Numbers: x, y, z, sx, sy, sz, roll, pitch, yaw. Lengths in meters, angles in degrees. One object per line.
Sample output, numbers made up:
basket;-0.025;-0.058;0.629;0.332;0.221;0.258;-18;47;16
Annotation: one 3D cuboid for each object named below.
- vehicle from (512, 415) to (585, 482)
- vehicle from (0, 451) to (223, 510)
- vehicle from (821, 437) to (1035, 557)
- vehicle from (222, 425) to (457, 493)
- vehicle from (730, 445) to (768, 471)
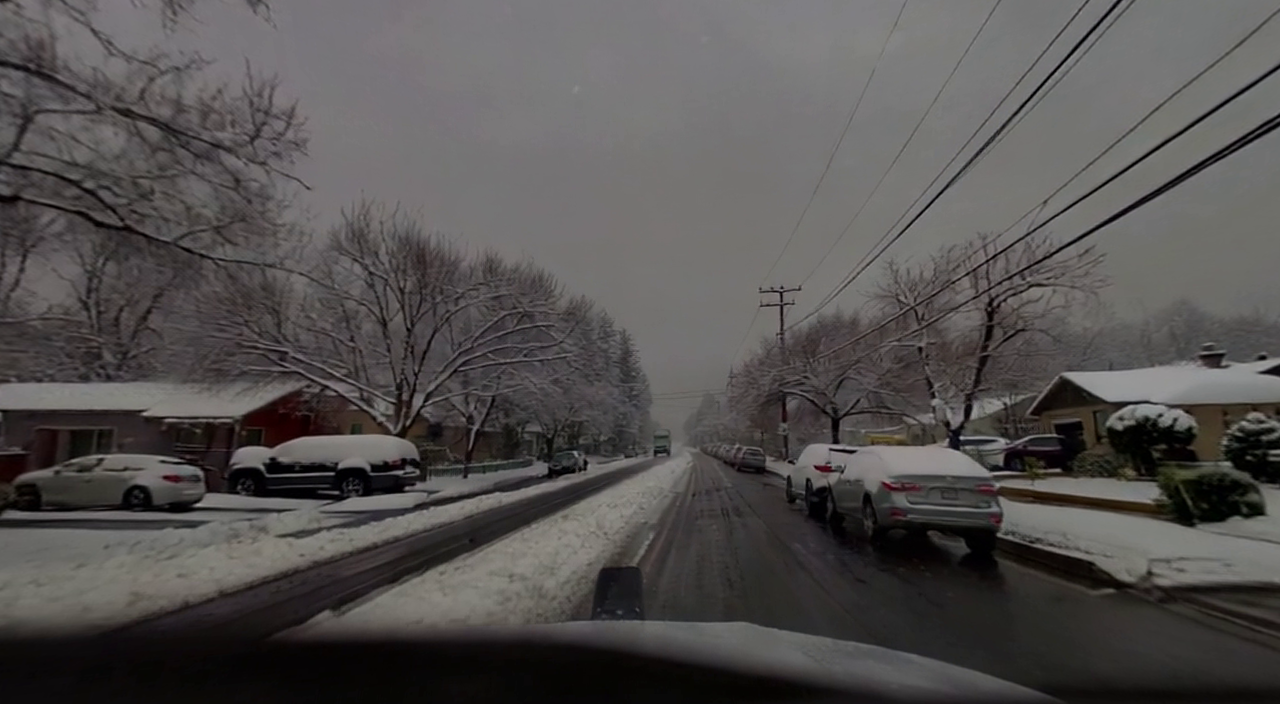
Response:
vehicle;-4.289;4.711;30.816;2.199;2.902;5.848;0;-9;5
vehicle;-13.982;3.372;16.840;4.481;1.420;1.712;0;-9;1
vehicle;4.153;2.102;9.871;1.845;1.453;3.792;0;-9;6
vehicle;-9.630;3.468;20.654;6.488;2.009;2.354;0;-9;4
vehicle;6.281;6.139;36.749;1.743;1.440;3.732;0;-9;2
